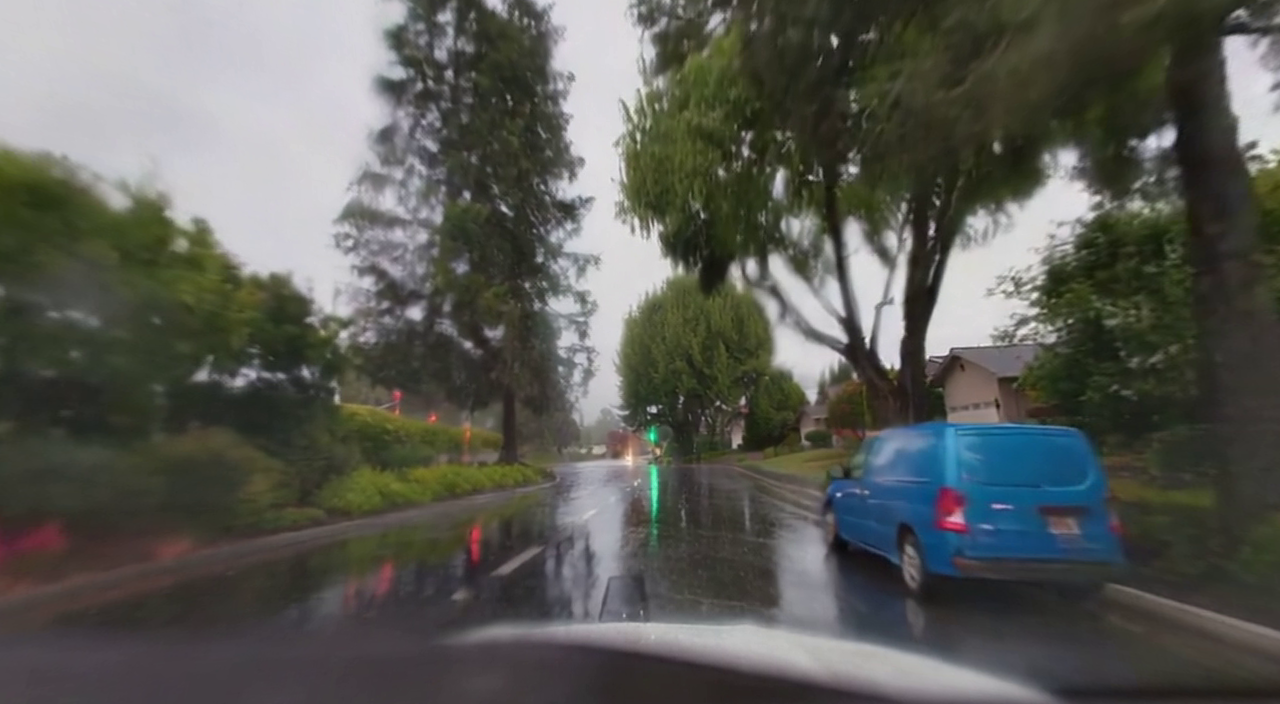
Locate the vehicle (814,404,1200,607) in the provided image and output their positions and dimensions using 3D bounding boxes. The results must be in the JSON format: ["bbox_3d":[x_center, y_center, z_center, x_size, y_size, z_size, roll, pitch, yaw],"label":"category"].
[{"bbox_3d":[4.041,1.773,8.231,2.323,1.849,4.691,0,-9,2],"label":"vehicle"}]

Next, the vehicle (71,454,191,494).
[{"bbox_3d":[-29.190,6.953,36.302,2.294,1.843,5.438,-3,-8,2],"label":"vehicle"}]
